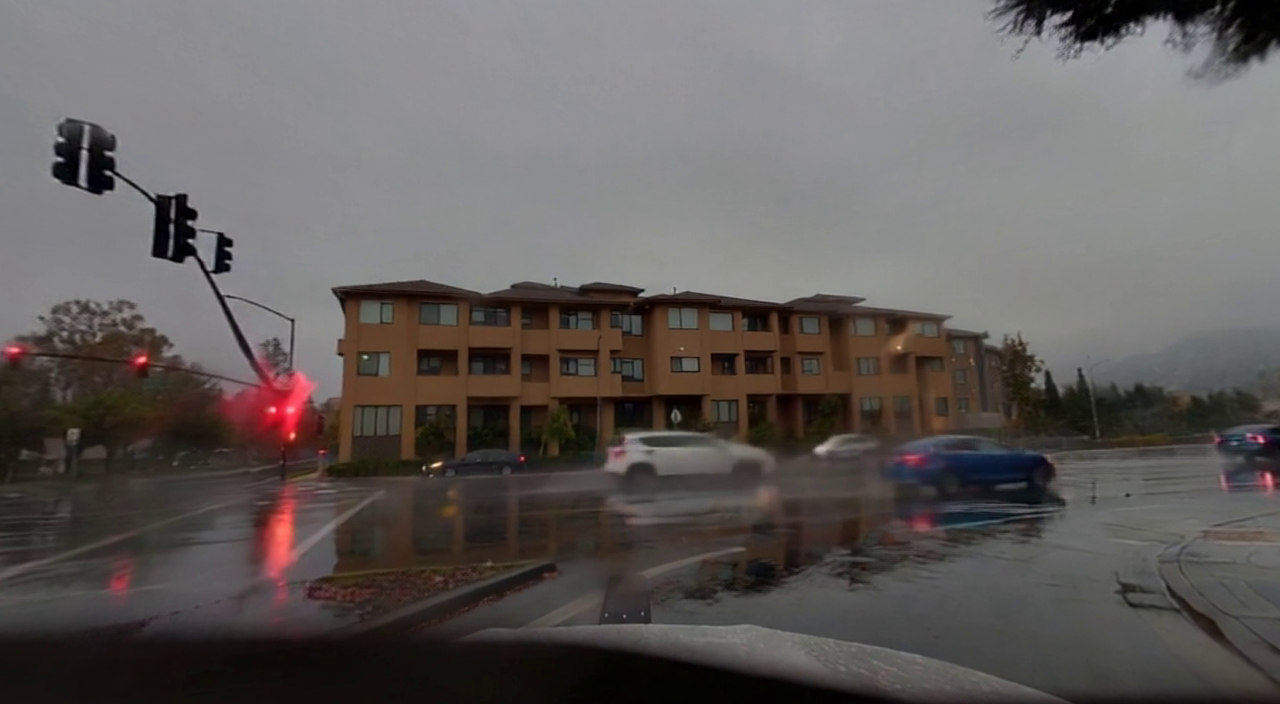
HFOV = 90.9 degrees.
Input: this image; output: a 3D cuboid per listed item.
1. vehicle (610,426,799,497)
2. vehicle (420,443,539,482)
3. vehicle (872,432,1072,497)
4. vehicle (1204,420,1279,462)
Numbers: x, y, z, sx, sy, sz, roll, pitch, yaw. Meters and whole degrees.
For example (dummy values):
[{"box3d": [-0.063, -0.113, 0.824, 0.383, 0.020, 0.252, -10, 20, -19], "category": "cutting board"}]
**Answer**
[{"box3d": [1.736, 2.910, 17.078, 4.683, 1.678, 1.981, 4, -9, -23], "category": "vehicle"}, {"box3d": [-6.380, 4.358, 25.080, 4.289, 1.415, 1.774, 4, -9, -24], "category": "vehicle"}, {"box3d": [8.354, 2.773, 15.913, 4.521, 1.433, 1.943, 3, -9, -23], "category": "vehicle"}, {"box3d": [27.288, 3.893, 27.590, 4.711, 1.688, 1.915, 3, -9, -23], "category": "vehicle"}]
